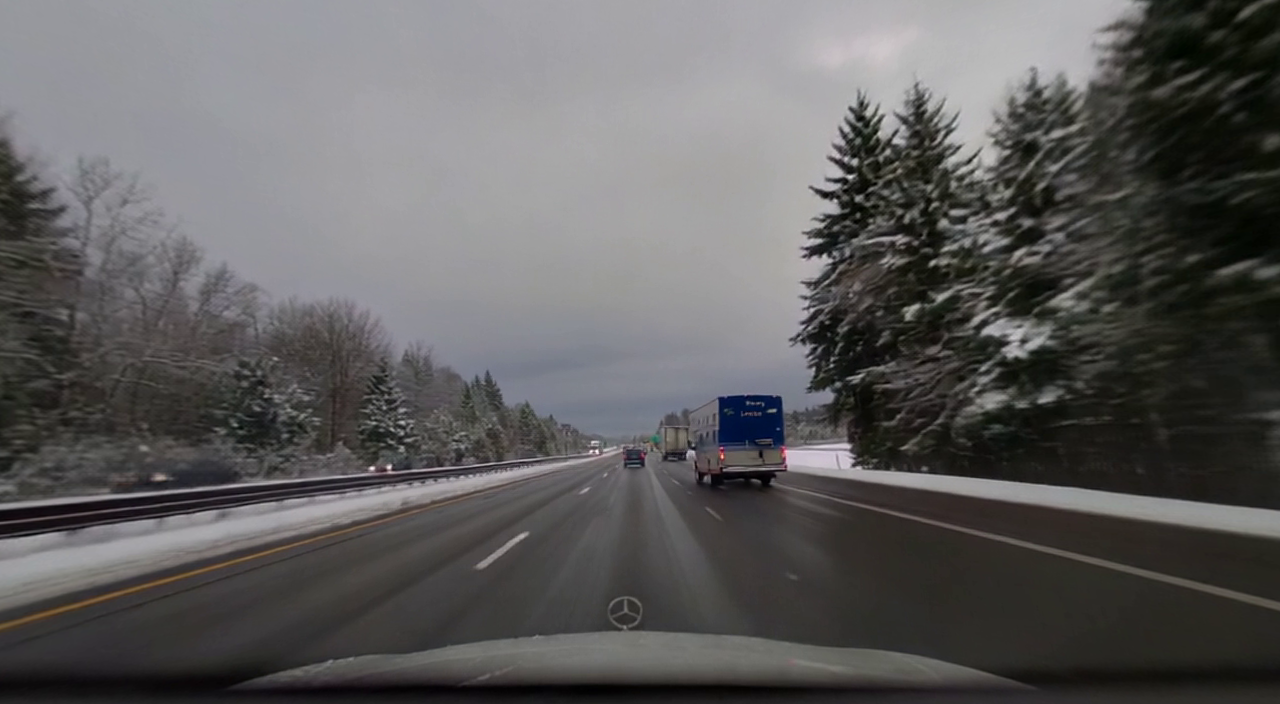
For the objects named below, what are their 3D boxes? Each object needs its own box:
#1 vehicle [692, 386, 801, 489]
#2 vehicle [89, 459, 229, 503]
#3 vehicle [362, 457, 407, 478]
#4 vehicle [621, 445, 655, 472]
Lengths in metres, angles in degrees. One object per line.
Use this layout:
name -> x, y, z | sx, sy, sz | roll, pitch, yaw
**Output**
vehicle -> 4.012, 3.628, 26.128 | 2.931, 3.530, 8.760 | 0, -9, 0
vehicle -> -19.354, 5.191, 25.709 | 1.951, 1.532, 4.727 | 0, -9, 0
vehicle -> -19.221, 8.700, 47.634 | 1.732, 1.489, 3.852 | 0, -9, 1
vehicle -> -0.115, 7.108, 42.119 | 2.151, 1.678, 3.923 | 0, -9, 1
